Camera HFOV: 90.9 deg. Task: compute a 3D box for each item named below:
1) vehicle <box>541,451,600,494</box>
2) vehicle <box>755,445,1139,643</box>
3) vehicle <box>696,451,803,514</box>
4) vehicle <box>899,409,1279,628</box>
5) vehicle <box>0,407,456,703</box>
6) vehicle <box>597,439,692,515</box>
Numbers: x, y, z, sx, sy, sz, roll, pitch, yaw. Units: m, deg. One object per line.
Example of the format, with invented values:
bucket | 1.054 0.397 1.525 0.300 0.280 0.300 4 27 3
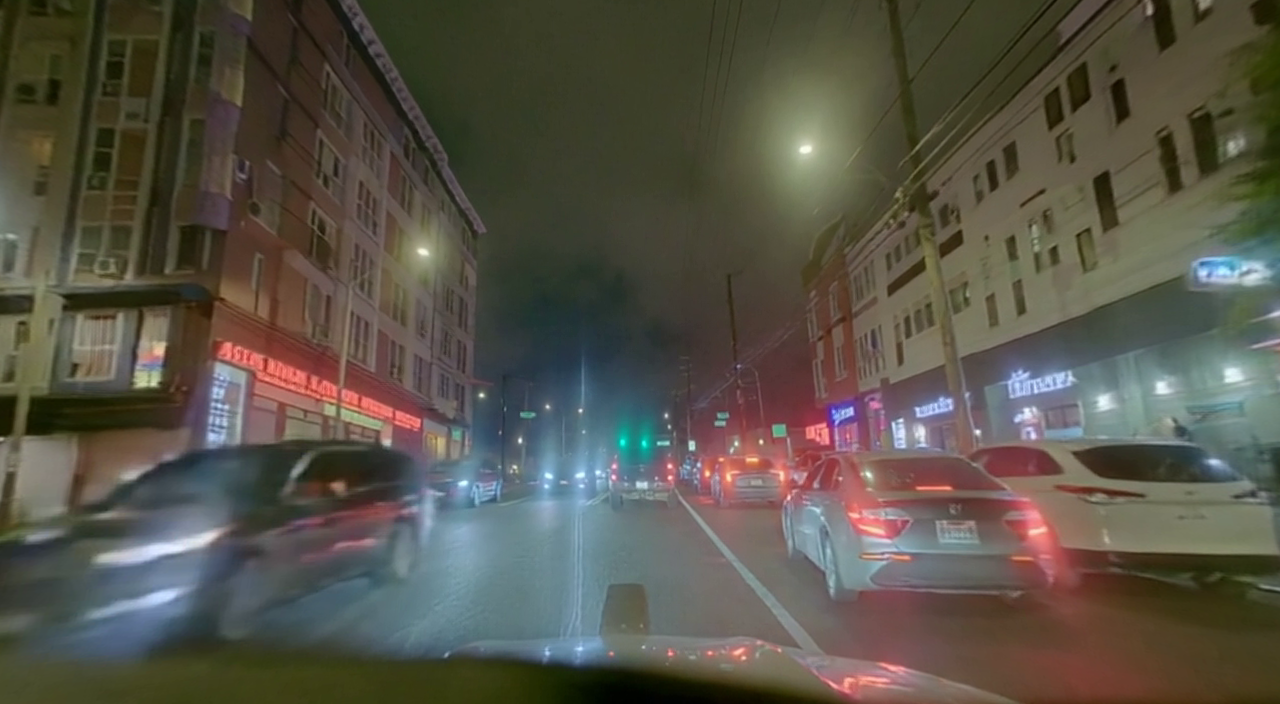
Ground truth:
vehicle | -2.953 5.253 27.849 2.023 1.646 4.282 0 -9 1
vehicle | 2.720 1.777 7.022 2.029 1.460 4.451 0 -8 0
vehicle | 2.921 3.606 18.081 2.116 1.487 4.988 0 -8 -1
vehicle | 5.386 1.780 7.938 2.093 1.818 5.189 0 -8 1
vehicle | -3.478 1.513 5.911 2.112 1.705 4.365 0 -9 1
vehicle | 0.058 3.241 16.854 2.232 1.736 4.036 0 -8 -1
